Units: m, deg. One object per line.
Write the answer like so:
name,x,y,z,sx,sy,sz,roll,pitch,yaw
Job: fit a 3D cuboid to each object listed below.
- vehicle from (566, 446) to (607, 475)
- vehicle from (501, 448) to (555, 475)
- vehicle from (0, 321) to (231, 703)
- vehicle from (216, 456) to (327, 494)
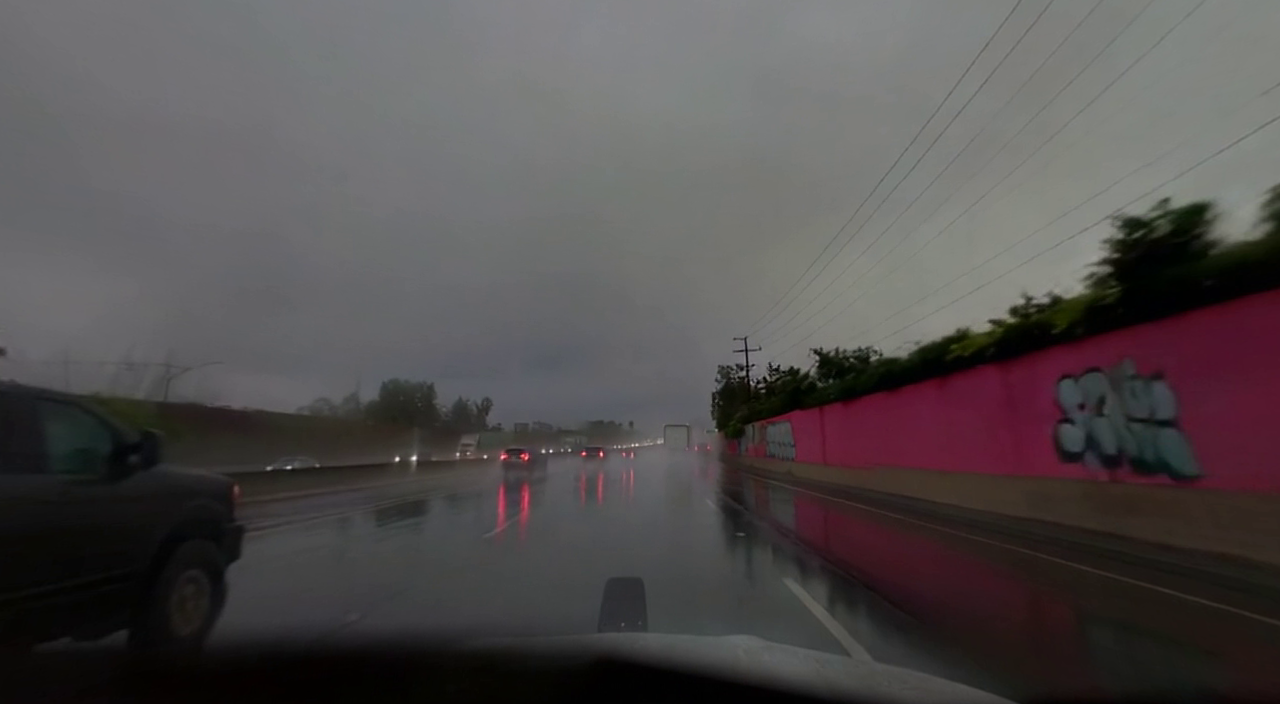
vehicle,-3.085,6.371,37.246,1.966,1.565,3.766,-1,-9,2
vehicle,-6.650,6.538,37.950,2.142,1.503,4.767,-1,-9,3
vehicle,-3.814,0.665,1.712,2.136,1.865,4.722,-1,-9,1
vehicle,-16.110,5.383,27.892,1.923,1.459,4.561,-1,-9,4
